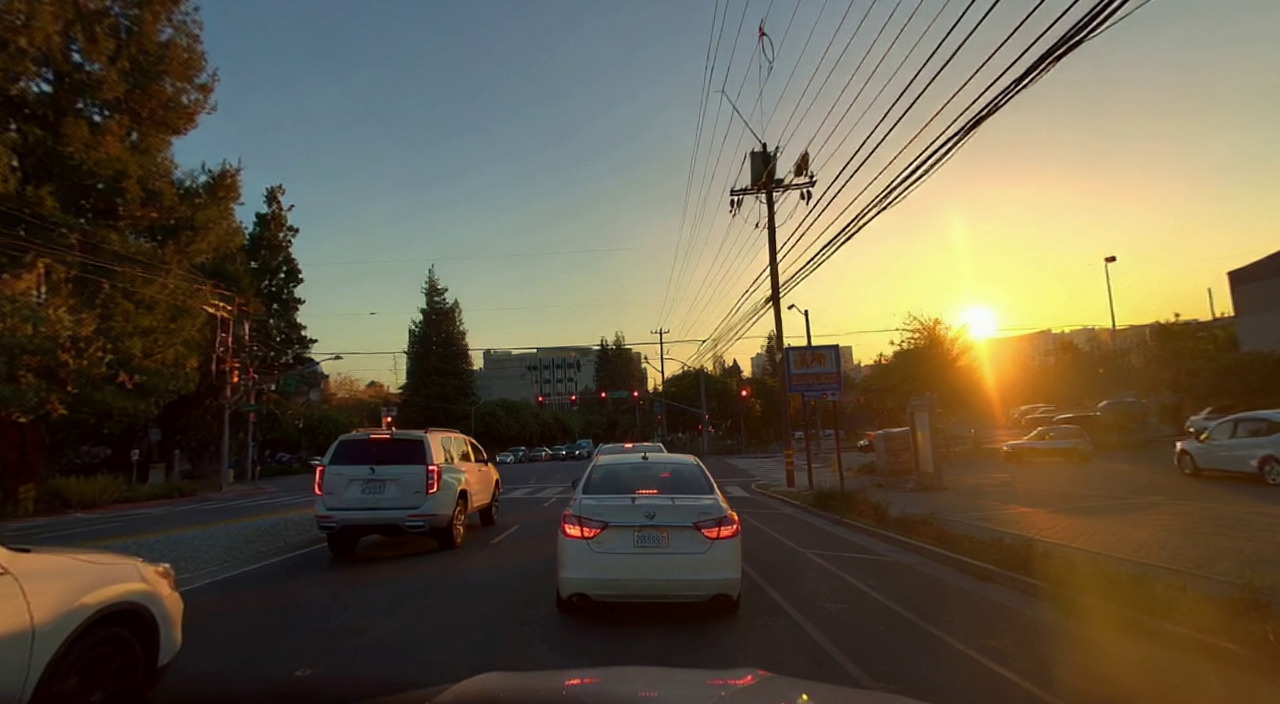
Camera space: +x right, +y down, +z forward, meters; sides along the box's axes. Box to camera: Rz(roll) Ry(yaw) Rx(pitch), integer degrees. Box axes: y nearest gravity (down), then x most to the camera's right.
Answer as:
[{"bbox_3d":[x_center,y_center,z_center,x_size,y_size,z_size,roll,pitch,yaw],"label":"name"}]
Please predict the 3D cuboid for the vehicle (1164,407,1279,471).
[{"bbox_3d":[17.006,2.547,18.278,1.858,1.622,4.491,-5,-10,28],"label":"vehicle"}]

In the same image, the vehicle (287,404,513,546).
[{"bbox_3d":[-3.853,2.086,11.370,2.147,1.963,4.927,0,-8,-1],"label":"vehicle"}]

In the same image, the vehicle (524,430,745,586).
[{"bbox_3d":[-0.100,1.801,8.139,2.121,1.474,3.968,0,-8,-1],"label":"vehicle"}]

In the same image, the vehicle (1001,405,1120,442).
[{"bbox_3d":[26.840,4.634,40.511,5.782,2.286,2.223,-1,-9,4],"label":"vehicle"}]

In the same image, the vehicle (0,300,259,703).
[{"bbox_3d":[-3.589,0.635,1.527,2.085,1.943,5.053,0,-8,1],"label":"vehicle"}]
